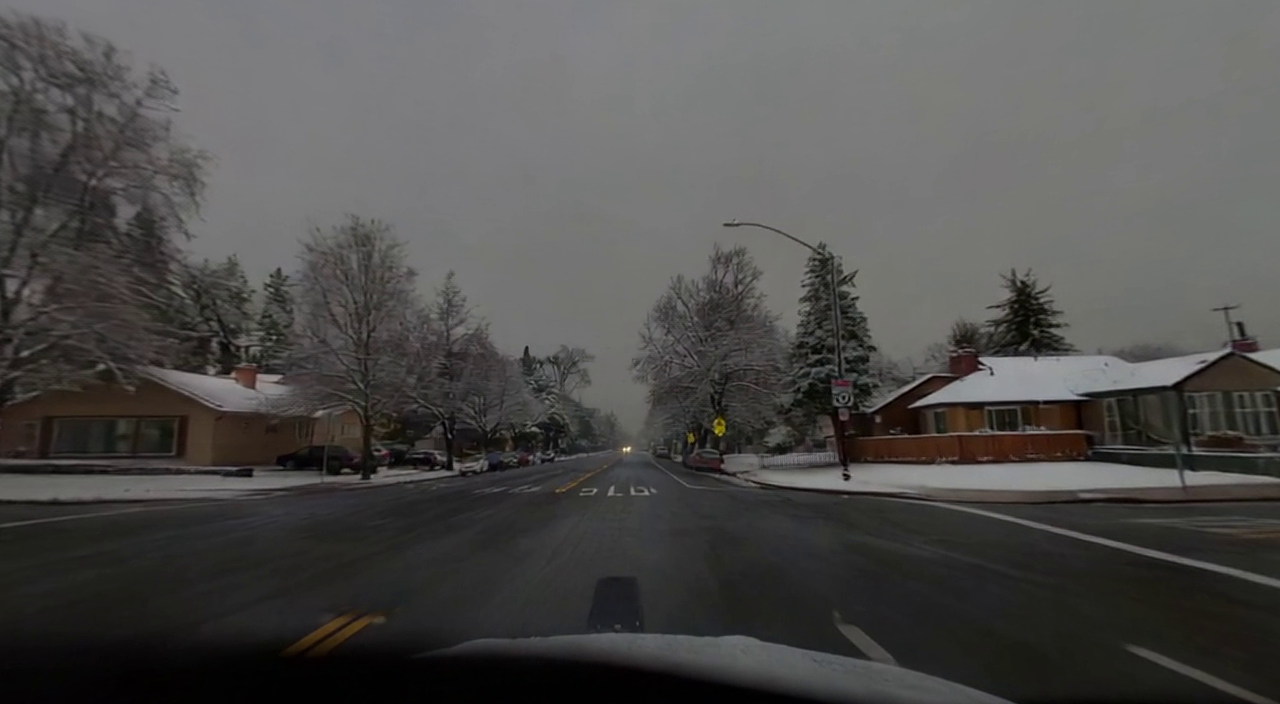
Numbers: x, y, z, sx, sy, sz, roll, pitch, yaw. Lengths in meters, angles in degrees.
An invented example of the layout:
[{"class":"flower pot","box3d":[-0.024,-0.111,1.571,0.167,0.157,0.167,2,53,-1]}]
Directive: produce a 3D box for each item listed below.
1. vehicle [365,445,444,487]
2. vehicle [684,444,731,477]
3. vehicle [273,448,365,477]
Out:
[{"class":"vehicle","box3d":[-12.184,5.917,33.176,2.199,1.988,5.454,0,-9,-2]},{"class":"vehicle","box3d":[3.789,6.192,36.309,2.027,1.751,4.433,0,-9,-2]},{"class":"vehicle","box3d":[-19.453,6.690,38.416,4.450,1.677,2.027,0,-9,-3]}]
